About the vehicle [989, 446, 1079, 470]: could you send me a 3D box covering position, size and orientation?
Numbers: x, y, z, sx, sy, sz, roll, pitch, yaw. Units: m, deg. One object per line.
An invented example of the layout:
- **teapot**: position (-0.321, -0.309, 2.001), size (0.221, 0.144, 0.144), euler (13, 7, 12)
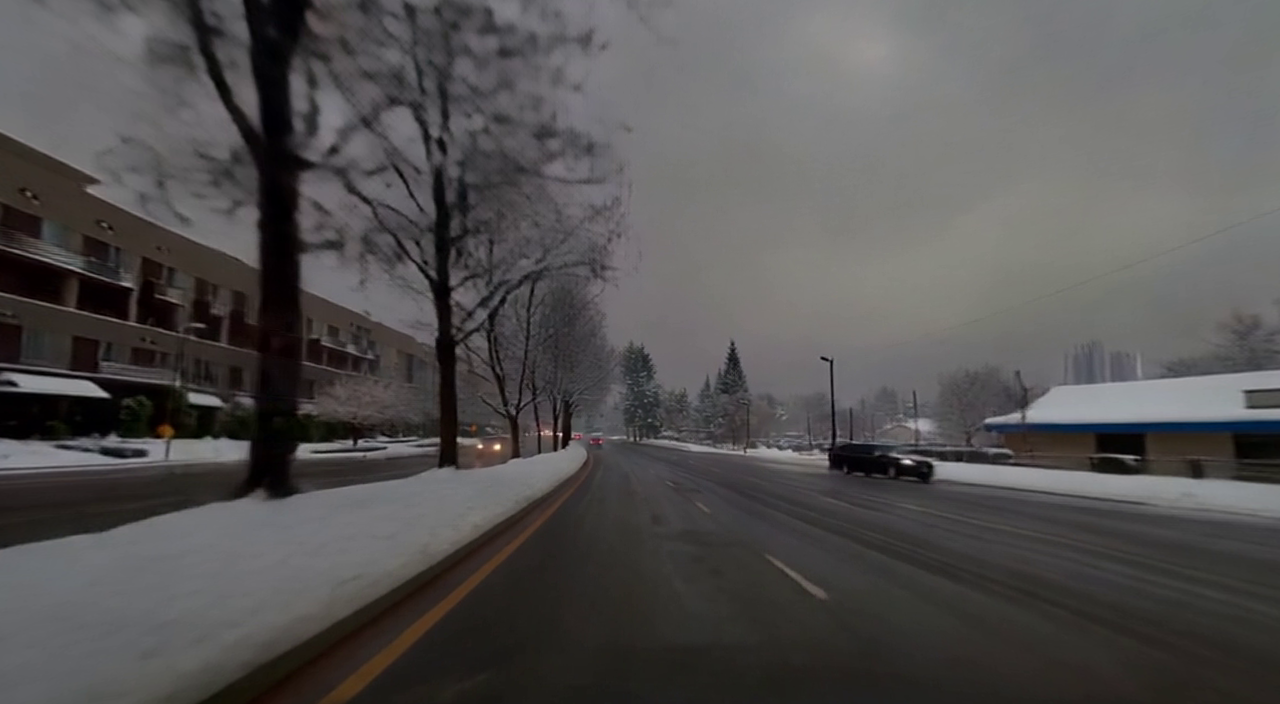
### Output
- **vehicle**: position (25.667, 6.924, 41.280), size (4.588, 1.459, 1.939), euler (1, -9, -1)
